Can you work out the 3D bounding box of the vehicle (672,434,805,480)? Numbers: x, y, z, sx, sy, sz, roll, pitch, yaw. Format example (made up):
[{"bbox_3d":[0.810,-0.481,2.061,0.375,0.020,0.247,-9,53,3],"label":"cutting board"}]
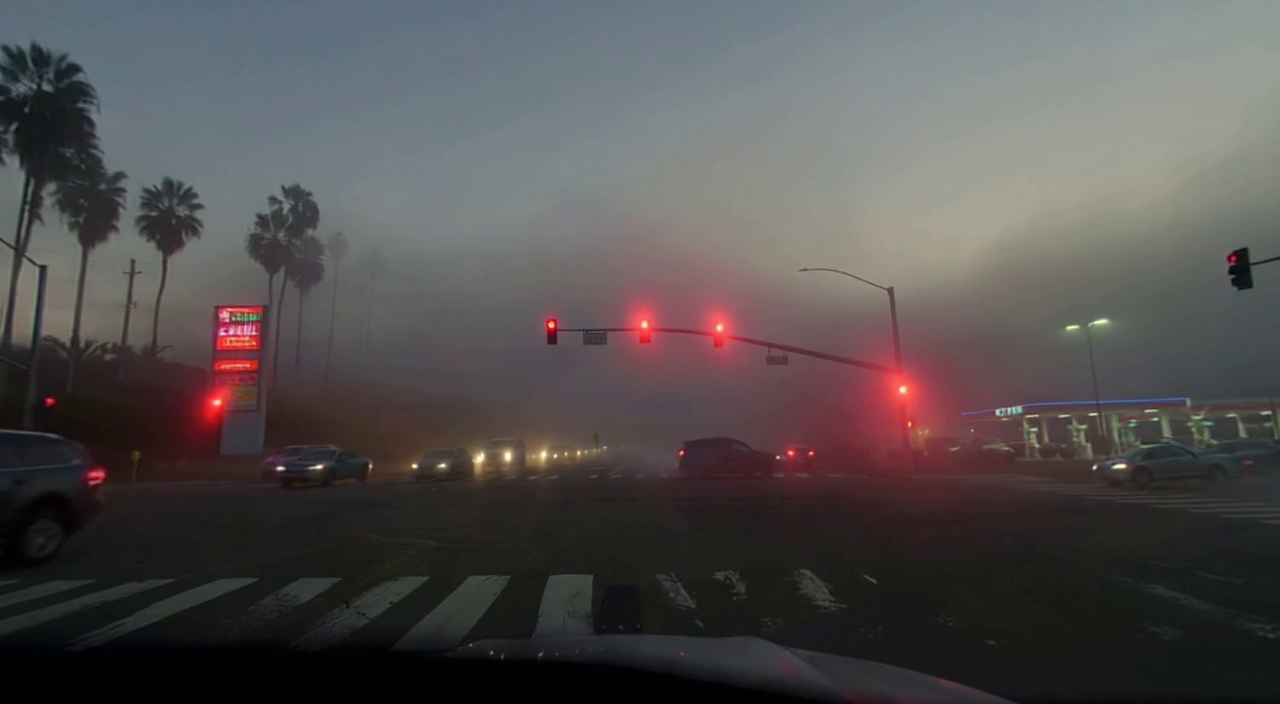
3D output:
[{"bbox_3d":[3.928,4.177,25.307,4.892,1.719,1.929,3,-9,-21],"label":"vehicle"}]

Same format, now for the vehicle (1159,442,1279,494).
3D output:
[{"bbox_3d":[18.765,3.412,18.822,5.015,1.446,1.862,0,-9,-2],"label":"vehicle"}]

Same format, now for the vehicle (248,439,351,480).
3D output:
[{"bbox_3d":[-15.379,4.877,28.902,1.852,1.705,5.263,0,-9,-1],"label":"vehicle"}]

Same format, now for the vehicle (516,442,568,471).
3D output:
[{"bbox_3d":[-5.379,5.849,35.438,2.079,1.490,5.064,0,-9,1],"label":"vehicle"}]

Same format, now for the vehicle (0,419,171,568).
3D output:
[{"bbox_3d":[-8.442,1.679,7.568,2.124,1.701,4.551,0,-9,0],"label":"vehicle"}]

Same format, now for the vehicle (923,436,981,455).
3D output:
[{"bbox_3d":[22.540,6.760,45.657,3.356,1.395,1.559,0,-9,-1],"label":"vehicle"}]

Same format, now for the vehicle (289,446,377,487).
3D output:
[{"bbox_3d":[-11.974,4.456,24.892,1.633,1.460,3.540,0,-9,0],"label":"vehicle"}]

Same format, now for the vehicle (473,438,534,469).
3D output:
[{"bbox_3d":[-8.797,6.621,41.372,2.609,1.865,5.875,0,-9,0],"label":"vehicle"}]

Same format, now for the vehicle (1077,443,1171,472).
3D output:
[{"bbox_3d":[24.260,5.294,31.736,3.474,1.376,1.538,0,-9,-2],"label":"vehicle"}]

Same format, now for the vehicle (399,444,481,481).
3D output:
[{"bbox_3d":[-8.750,4.854,28.102,2.034,1.510,4.647,0,-9,1],"label":"vehicle"}]
